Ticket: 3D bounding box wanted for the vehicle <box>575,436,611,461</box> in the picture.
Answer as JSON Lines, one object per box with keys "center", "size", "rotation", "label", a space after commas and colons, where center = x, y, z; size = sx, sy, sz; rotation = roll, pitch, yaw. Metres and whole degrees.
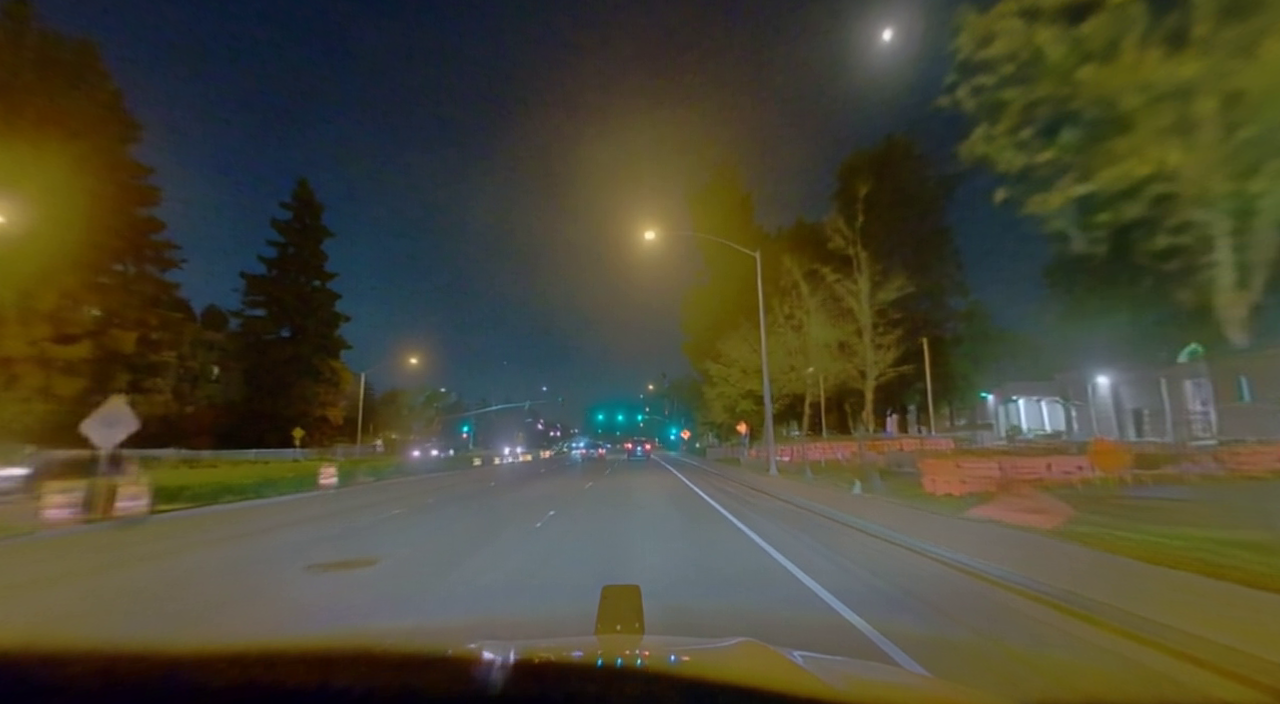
{"center": [-3.394, 7.078, 46.205], "size": [2.198, 1.663, 4.519], "rotation": [0, -8, 0], "label": "vehicle"}
